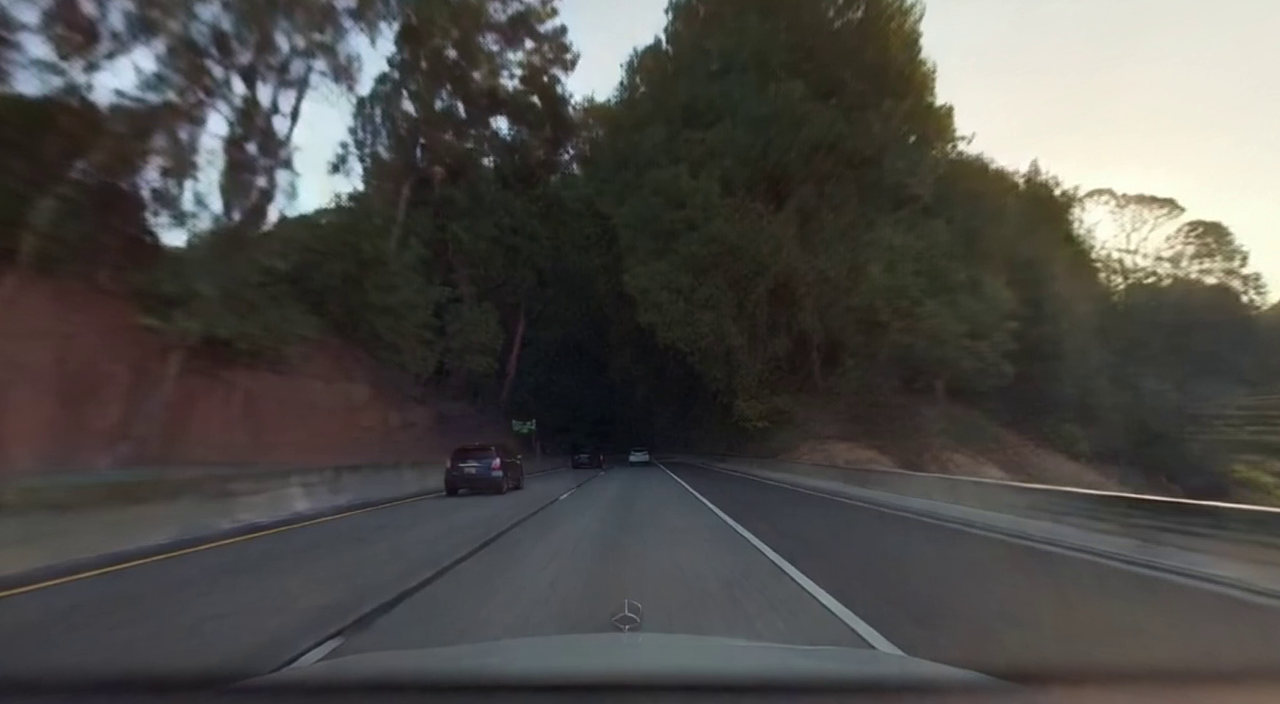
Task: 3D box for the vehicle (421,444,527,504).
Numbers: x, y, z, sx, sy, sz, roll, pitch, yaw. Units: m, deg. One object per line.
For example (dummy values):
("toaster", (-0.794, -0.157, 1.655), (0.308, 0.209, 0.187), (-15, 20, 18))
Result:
("vehicle", (-4.599, 3.412, 18.159), (1.838, 1.508, 4.317), (0, -9, 0))
